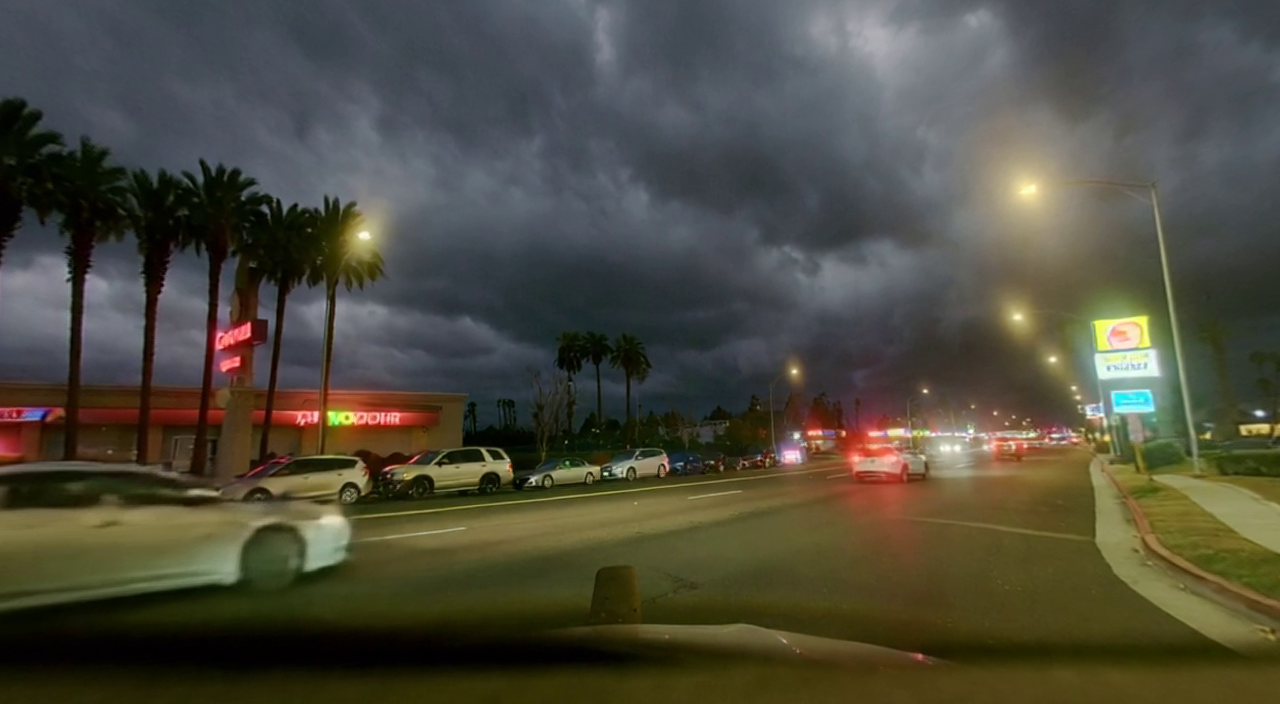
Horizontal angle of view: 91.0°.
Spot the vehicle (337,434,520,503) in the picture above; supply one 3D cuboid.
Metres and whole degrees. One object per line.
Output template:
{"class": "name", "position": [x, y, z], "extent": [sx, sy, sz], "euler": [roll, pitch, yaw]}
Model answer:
{"class": "vehicle", "position": [-6.167, 3.593, 18.990], "extent": [1.989, 1.792, 4.884], "euler": [-9, -15, 35]}

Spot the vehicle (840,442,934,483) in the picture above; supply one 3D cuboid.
{"class": "vehicle", "position": [10.492, 4.577, 26.472], "extent": [2.232, 1.513, 5.090], "euler": [-6, -11, 37]}

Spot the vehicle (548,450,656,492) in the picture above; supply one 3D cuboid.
{"class": "vehicle", "position": [-1.386, 4.648, 25.001], "extent": [1.837, 1.468, 4.389], "euler": [-6, -11, 37]}

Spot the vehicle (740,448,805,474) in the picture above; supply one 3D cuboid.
{"class": "vehicle", "position": [8.056, 6.537, 38.051], "extent": [1.981, 1.493, 4.721], "euler": [-6, -11, 36]}

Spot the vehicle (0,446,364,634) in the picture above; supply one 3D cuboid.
{"class": "vehicle", "position": [-5.560, 1.637, 6.009], "extent": [4.918, 1.461, 2.139], "euler": [7, -11, -36]}

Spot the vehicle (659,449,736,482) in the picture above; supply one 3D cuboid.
{"class": "vehicle", "position": [2.876, 5.495, 30.843], "extent": [1.776, 1.448, 4.137], "euler": [-6, -11, 37]}
